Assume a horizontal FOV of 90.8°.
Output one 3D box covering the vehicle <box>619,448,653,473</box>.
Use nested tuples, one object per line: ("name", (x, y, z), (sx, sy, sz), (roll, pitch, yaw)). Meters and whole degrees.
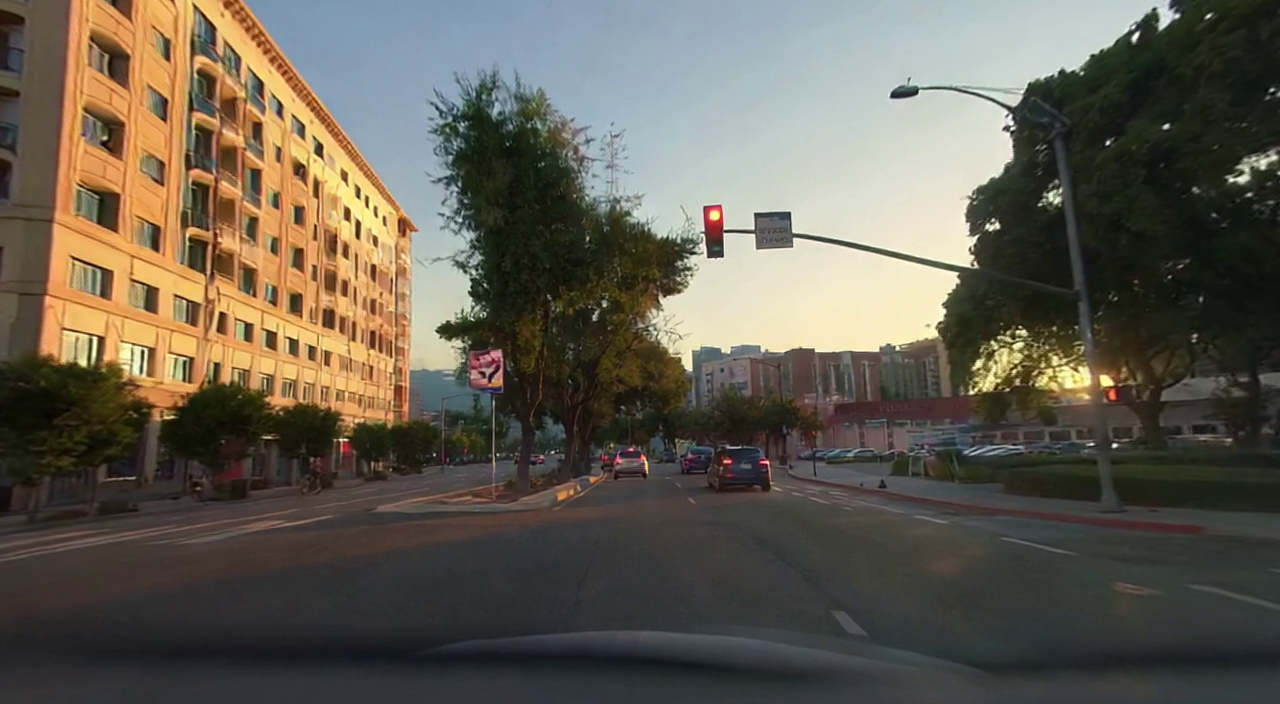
("vehicle", (-0.291, 6.993, 40.830), (2.068, 1.512, 3.987), (0, -9, -2))

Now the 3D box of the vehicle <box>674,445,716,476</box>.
("vehicle", (3.304, 6.596, 38.724), (2.046, 1.768, 4.370), (0, -9, -2))

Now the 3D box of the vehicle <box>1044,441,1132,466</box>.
("vehicle", (32.987, 7.475, 46.610), (4.894, 1.710, 2.075), (0, -8, 0))

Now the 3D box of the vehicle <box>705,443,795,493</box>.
("vehicle", (3.759, 4.034, 22.345), (1.966, 1.596, 3.980), (1, -9, -8))
